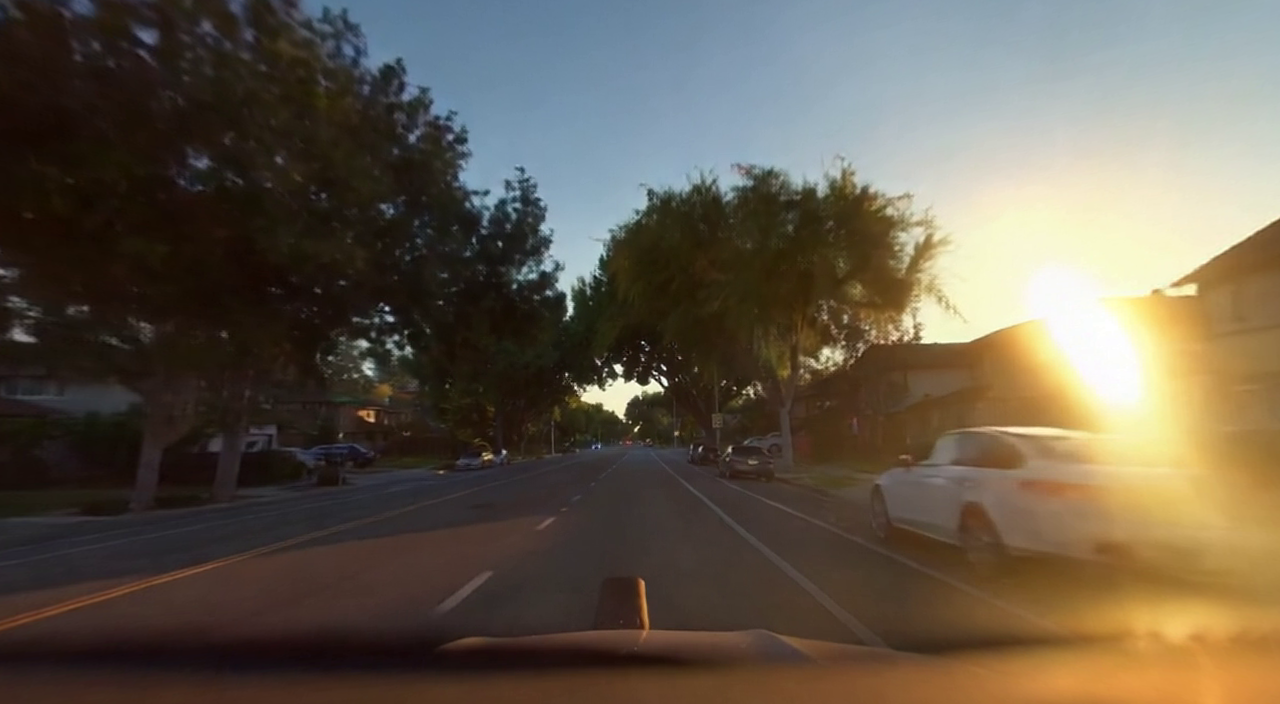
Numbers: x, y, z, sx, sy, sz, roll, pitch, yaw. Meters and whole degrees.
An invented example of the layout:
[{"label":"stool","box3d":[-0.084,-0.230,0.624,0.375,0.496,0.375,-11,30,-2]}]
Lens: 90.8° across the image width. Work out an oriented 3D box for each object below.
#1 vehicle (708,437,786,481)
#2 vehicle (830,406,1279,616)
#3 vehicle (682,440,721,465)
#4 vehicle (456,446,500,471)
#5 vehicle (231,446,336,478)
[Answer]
[{"label":"vehicle","box3d":[4.077,4.171,24.899,1.997,1.510,4.555,-1,-8,-4]},{"label":"vehicle","box3d":[4.020,1.586,7.356,1.999,1.615,4.513,-1,-8,-3]},{"label":"vehicle","box3d":[3.947,6.539,41.218,2.002,1.493,4.652,-1,-8,-1]},{"label":"vehicle","box3d":[-10.971,7.204,43.090,1.895,1.551,4.229,-1,-8,0]},{"label":"vehicle","box3d":[-19.227,5.936,34.227,4.446,1.534,2.018,-1,-8,1]}]
